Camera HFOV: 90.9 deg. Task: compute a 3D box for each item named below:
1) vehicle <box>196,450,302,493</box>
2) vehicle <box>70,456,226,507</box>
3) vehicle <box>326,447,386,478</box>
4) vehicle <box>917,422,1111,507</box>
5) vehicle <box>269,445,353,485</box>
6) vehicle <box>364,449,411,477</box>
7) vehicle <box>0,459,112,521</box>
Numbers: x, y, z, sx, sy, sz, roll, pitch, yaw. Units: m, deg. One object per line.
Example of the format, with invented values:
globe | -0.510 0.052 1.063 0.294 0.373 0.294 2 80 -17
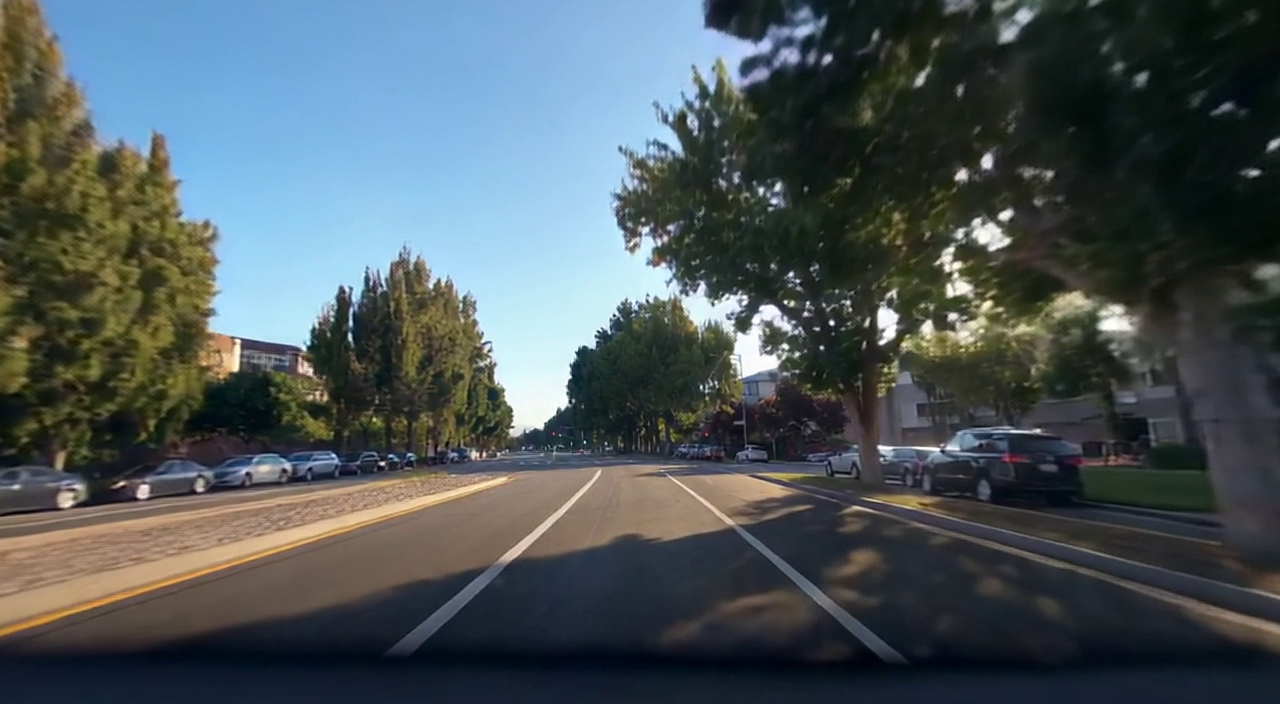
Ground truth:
vehicle | -17.182 5.221 27.993 1.859 1.694 4.638 0 -9 -2
vehicle | -17.038 4.461 22.200 1.807 1.466 4.693 -1 -9 -1
vehicle | -17.816 6.917 39.753 1.883 1.775 4.466 0 -9 -3
vehicle | 9.934 3.046 17.423 2.091 1.962 5.091 1 -9 -2
vehicle | -17.513 5.996 33.878 2.099 1.917 4.720 0 -9 -3
vehicle | -18.022 7.894 45.123 1.802 1.477 4.648 -3 -6 -5
vehicle | -17.084 3.695 17.022 1.891 1.474 4.437 -1 -9 -2
